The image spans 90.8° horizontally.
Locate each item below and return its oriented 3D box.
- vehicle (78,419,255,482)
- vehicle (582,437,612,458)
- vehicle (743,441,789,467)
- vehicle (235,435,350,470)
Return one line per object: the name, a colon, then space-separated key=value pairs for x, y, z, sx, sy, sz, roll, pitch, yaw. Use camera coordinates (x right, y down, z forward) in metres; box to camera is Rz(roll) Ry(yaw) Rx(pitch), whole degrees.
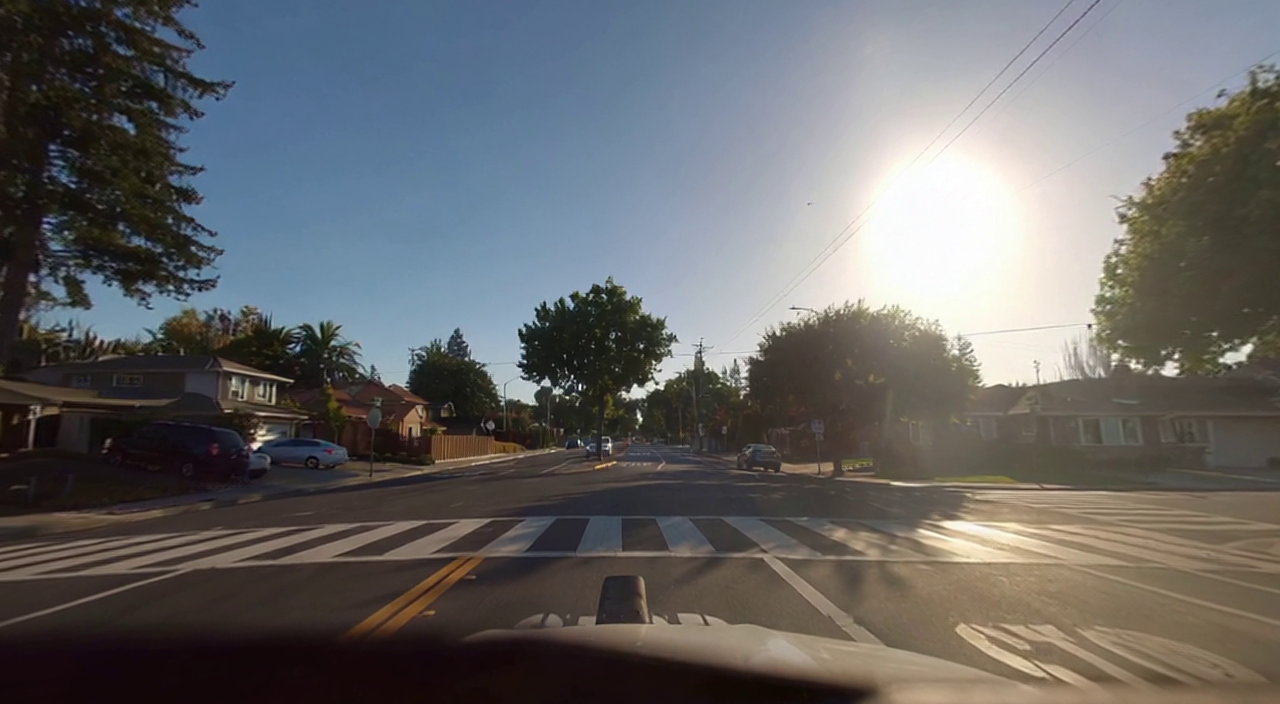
vehicle: x=-17.923 y=3.762 z=24.151 sx=4.800 sy=2.259 sz=2.303 roll=0 pitch=-9 yaw=-1
vehicle: x=-3.192 y=7.219 z=47.932 sx=2.014 sy=1.499 sz=3.999 roll=0 pitch=-9 yaw=0
vehicle: x=8.008 y=6.539 z=40.561 sx=2.029 sy=1.554 sz=4.705 roll=0 pitch=-9 yaw=1
vehicle: x=-17.942 y=5.187 z=32.796 sx=4.743 sy=1.734 sz=1.994 roll=0 pitch=-9 yaw=0
